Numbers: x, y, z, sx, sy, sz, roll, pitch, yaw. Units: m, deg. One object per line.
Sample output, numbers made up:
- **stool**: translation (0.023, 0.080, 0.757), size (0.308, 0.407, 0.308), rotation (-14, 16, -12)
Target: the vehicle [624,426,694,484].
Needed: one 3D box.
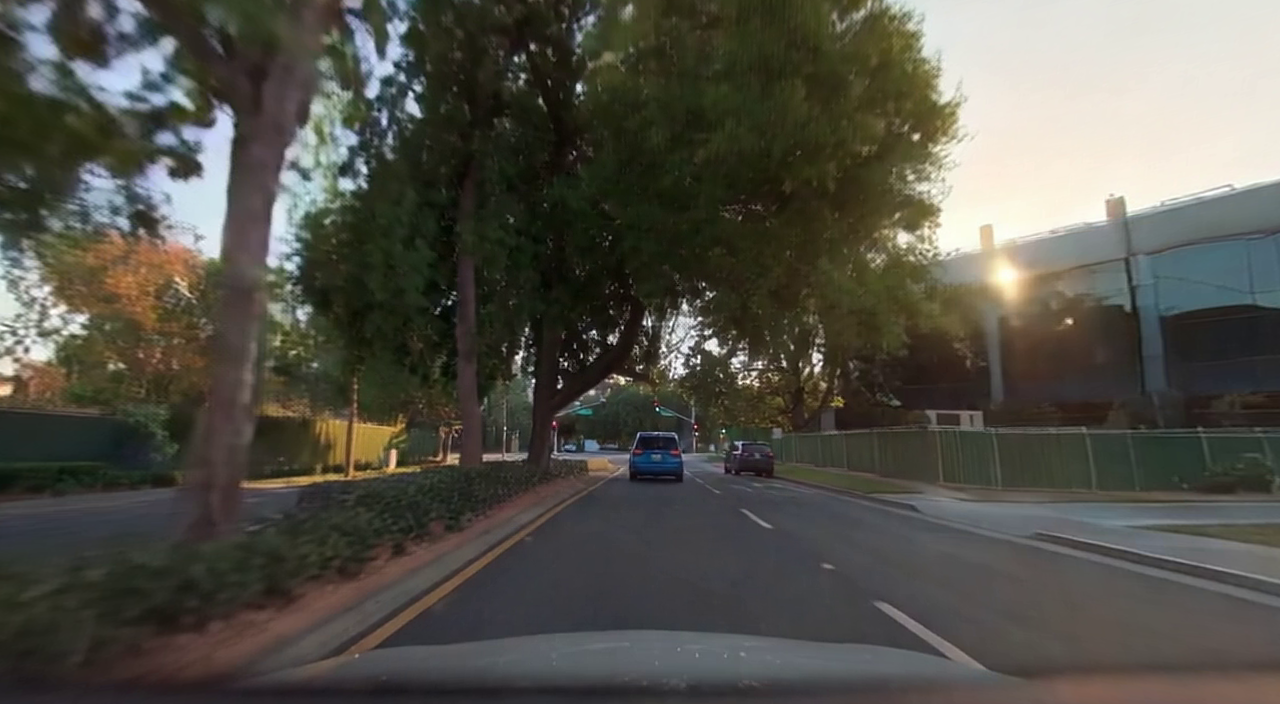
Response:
- **vehicle**: translation (0.733, 3.855, 23.761), size (2.386, 1.947, 4.168), rotation (-1, -9, 2)

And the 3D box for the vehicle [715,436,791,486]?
- **vehicle**: translation (4.272, 4.205, 24.657), size (2.138, 1.699, 4.852), rotation (-1, -9, 1)
